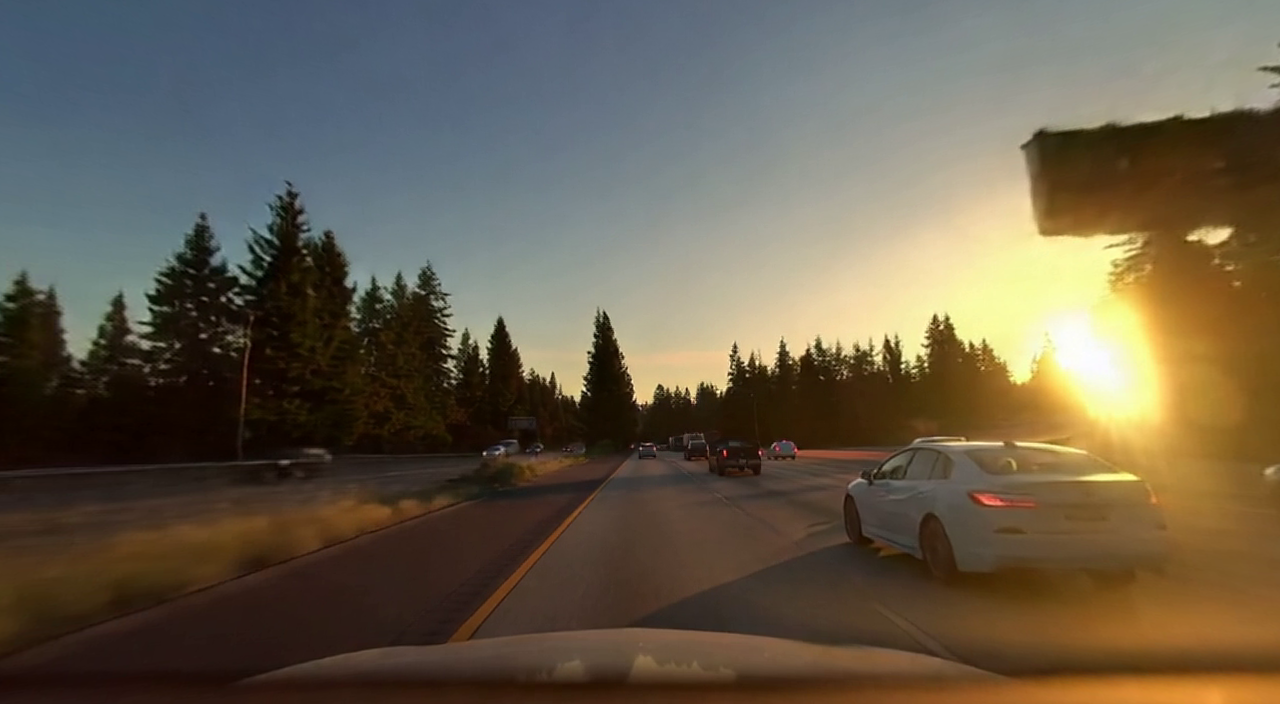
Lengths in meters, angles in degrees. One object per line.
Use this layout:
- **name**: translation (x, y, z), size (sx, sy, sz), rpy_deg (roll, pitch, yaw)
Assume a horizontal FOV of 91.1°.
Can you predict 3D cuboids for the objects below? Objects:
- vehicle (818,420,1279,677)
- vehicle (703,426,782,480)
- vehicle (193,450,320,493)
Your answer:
- **vehicle**: translation (3.375, 1.472, 6.034), size (1.904, 1.453, 4.789), rpy_deg (0, -8, 0)
- **vehicle**: translation (3.902, 3.984, 24.995), size (2.206, 1.902, 5.460), rpy_deg (0, -8, 0)
- **vehicle**: translation (-14.825, 4.609, 24.650), size (1.947, 1.486, 4.719), rpy_deg (0, -8, 0)
